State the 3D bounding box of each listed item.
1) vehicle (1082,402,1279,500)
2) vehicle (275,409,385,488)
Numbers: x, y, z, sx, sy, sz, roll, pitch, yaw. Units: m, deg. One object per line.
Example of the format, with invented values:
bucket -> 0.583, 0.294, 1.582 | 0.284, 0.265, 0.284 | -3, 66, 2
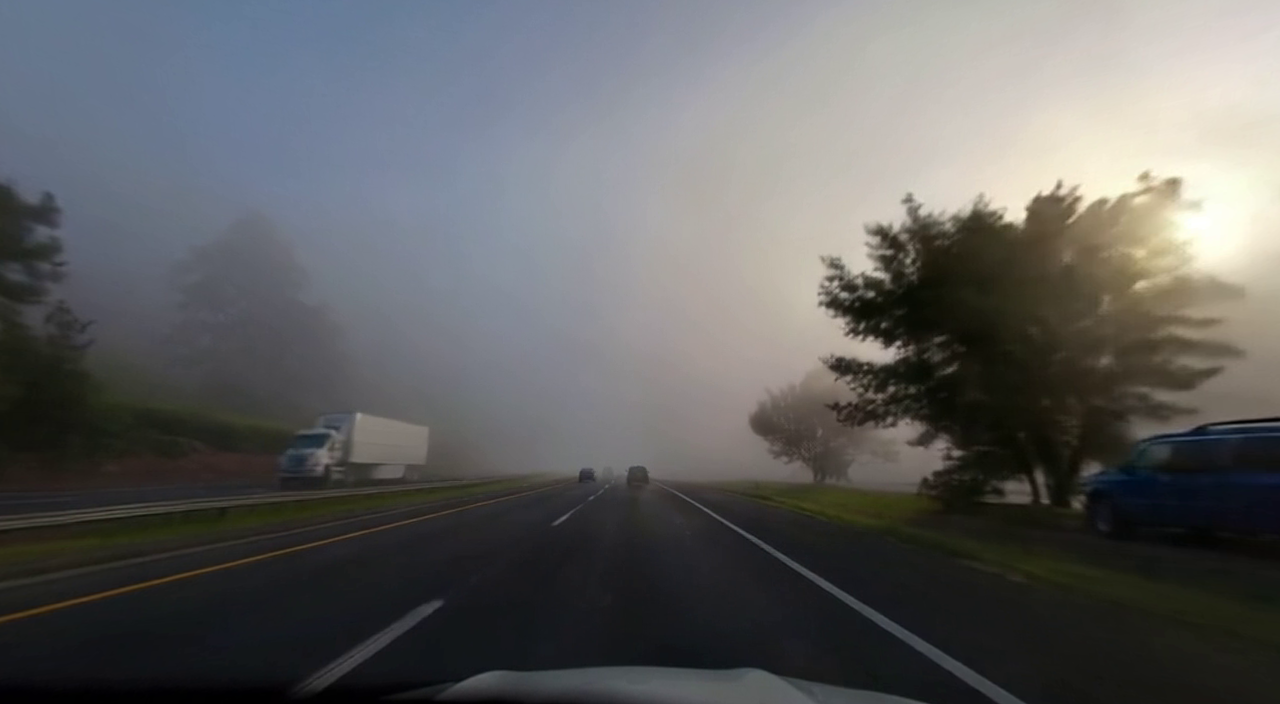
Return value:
vehicle -> 22.454, 3.607, 22.584 | 2.846, 3.184, 14.350 | 1, -10, 0
vehicle -> -17.057, 5.455, 35.213 | 2.985, 3.978, 5.891 | 1, -11, -1
